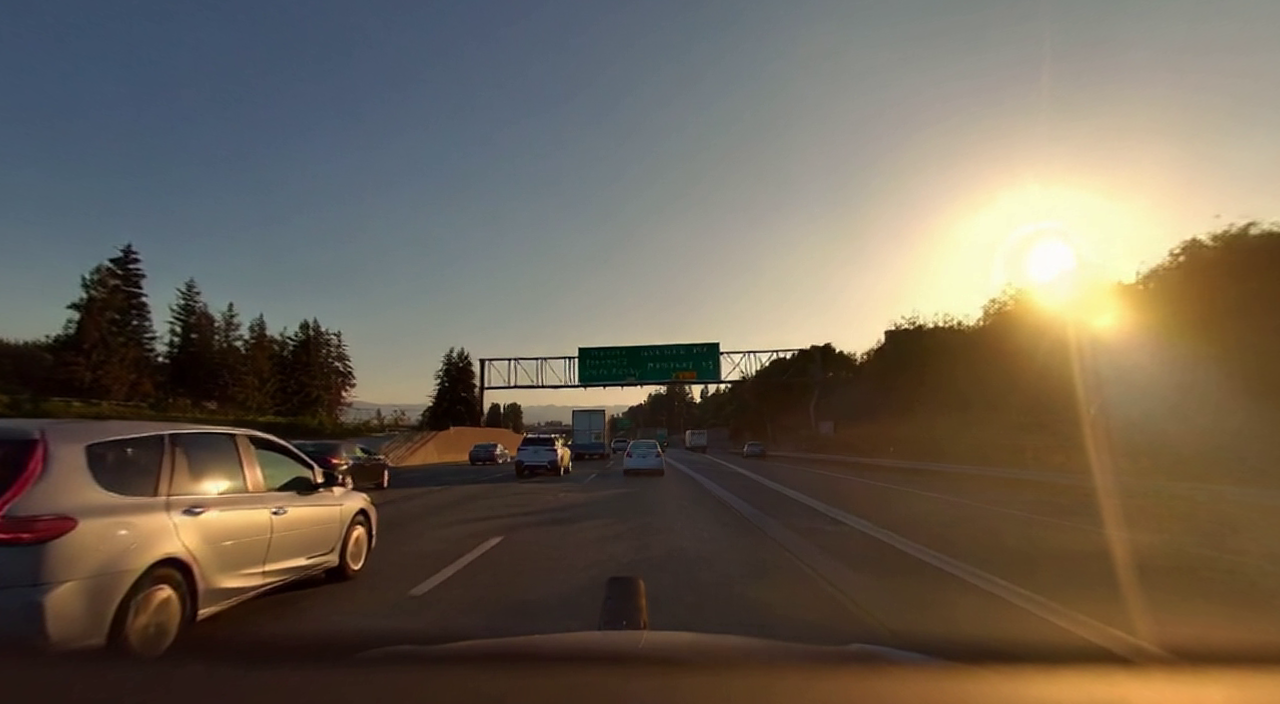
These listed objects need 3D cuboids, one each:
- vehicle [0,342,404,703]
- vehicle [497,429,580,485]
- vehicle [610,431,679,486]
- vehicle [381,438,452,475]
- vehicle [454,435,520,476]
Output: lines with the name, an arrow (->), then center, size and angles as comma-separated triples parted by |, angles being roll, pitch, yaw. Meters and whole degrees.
vehicle -> -3.483, 1.079, 4.061 | 2.209, 1.711, 4.296 | 0, -8, 1
vehicle -> -3.513, 3.755, 22.800 | 2.125, 1.792, 4.466 | 0, -8, 2
vehicle -> 0.147, 3.649, 21.956 | 2.180, 1.716, 3.920 | 0, -8, 0
vehicle -> -10.921, 5.136, 31.119 | 1.894, 1.669, 4.251 | 0, -8, 0
vehicle -> -7.025, 4.809, 29.485 | 1.998, 1.770, 4.222 | 0, -8, 0
